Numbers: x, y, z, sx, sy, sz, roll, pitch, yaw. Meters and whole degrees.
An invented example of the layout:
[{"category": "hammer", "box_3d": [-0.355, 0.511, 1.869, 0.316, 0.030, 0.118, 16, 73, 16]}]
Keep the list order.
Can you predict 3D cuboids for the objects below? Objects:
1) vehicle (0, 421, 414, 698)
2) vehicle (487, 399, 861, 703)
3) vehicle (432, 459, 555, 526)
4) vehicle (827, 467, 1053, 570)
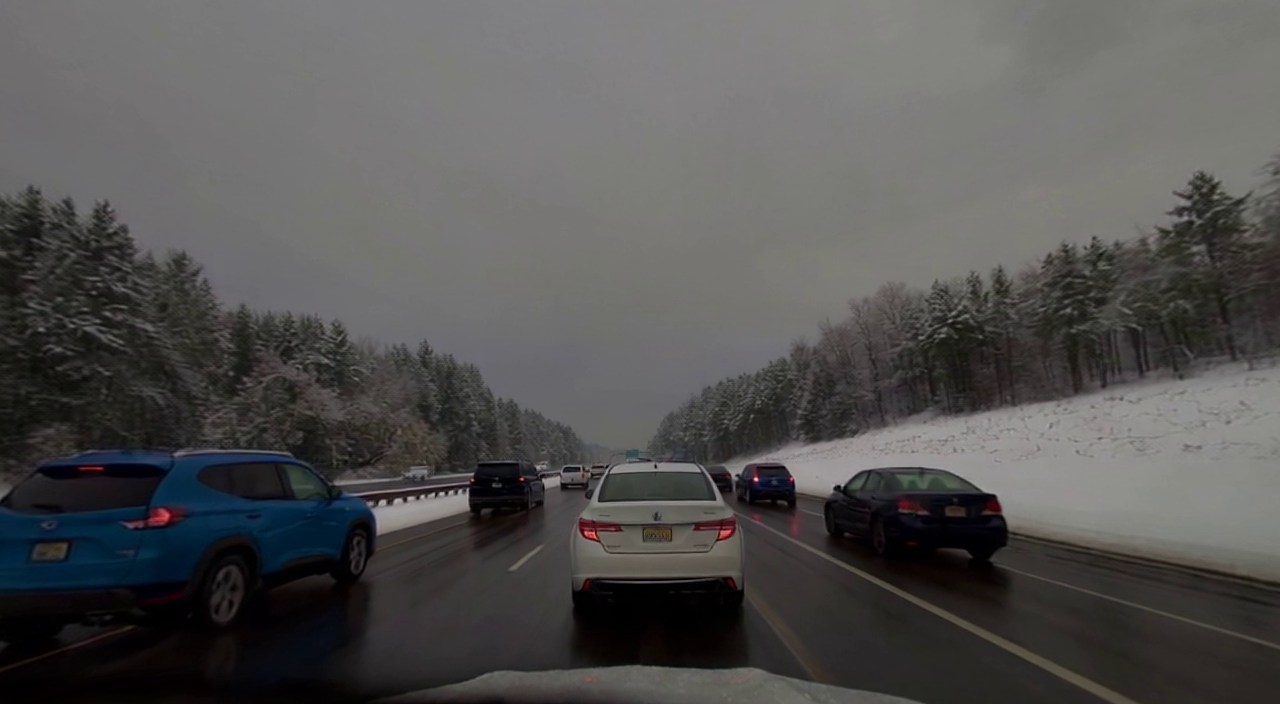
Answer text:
[{"category": "vehicle", "box_3d": [-3.919, 1.583, 5.831, 1.994, 1.556, 4.263, 0, -11, 1]}, {"category": "vehicle", "box_3d": [0.162, 1.519, 5.627, 2.057, 1.725, 4.126, 1, -11, -1]}, {"category": "vehicle", "box_3d": [-3.686, 3.655, 16.808, 1.960, 1.502, 4.593, 0, -11, 3]}, {"category": "vehicle", "box_3d": [4.795, 2.712, 10.920, 1.870, 1.382, 4.287, 0, -11, 1]}]
